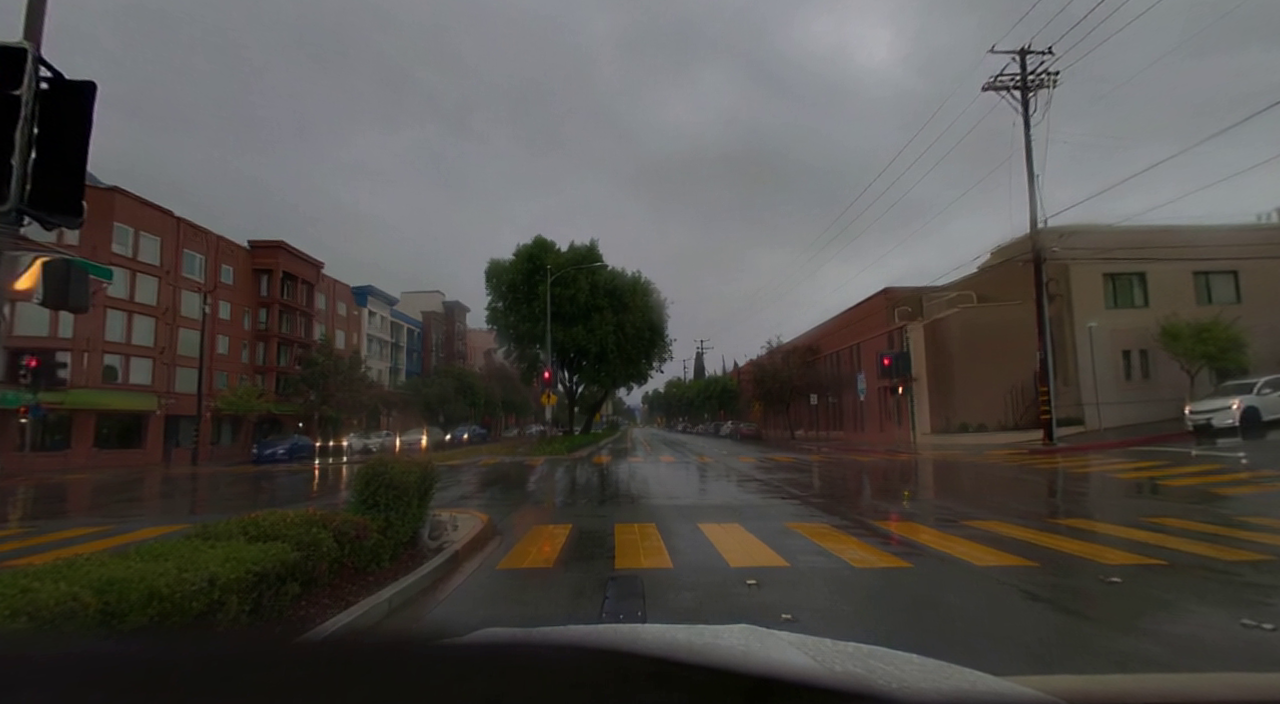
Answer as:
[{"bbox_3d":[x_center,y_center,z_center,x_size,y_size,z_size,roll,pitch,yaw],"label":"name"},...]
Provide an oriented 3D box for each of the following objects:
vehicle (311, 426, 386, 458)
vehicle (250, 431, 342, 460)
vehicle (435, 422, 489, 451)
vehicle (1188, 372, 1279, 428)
[{"bbox_3d":[-18.245,5.667,39.863,2.225,1.871,5.189,0,-8,0],"label":"vehicle"},{"bbox_3d":[-18.045,4.964,33.532,1.939,1.430,5.533,0,-8,-2],"label":"vehicle"},{"bbox_3d":[-11.695,5.627,41.870,2.118,1.809,4.591,0,-8,2],"label":"vehicle"},{"bbox_3d":[22.378,1.621,22.236,4.531,1.753,1.964,-2,-2,-5],"label":"vehicle"}]
